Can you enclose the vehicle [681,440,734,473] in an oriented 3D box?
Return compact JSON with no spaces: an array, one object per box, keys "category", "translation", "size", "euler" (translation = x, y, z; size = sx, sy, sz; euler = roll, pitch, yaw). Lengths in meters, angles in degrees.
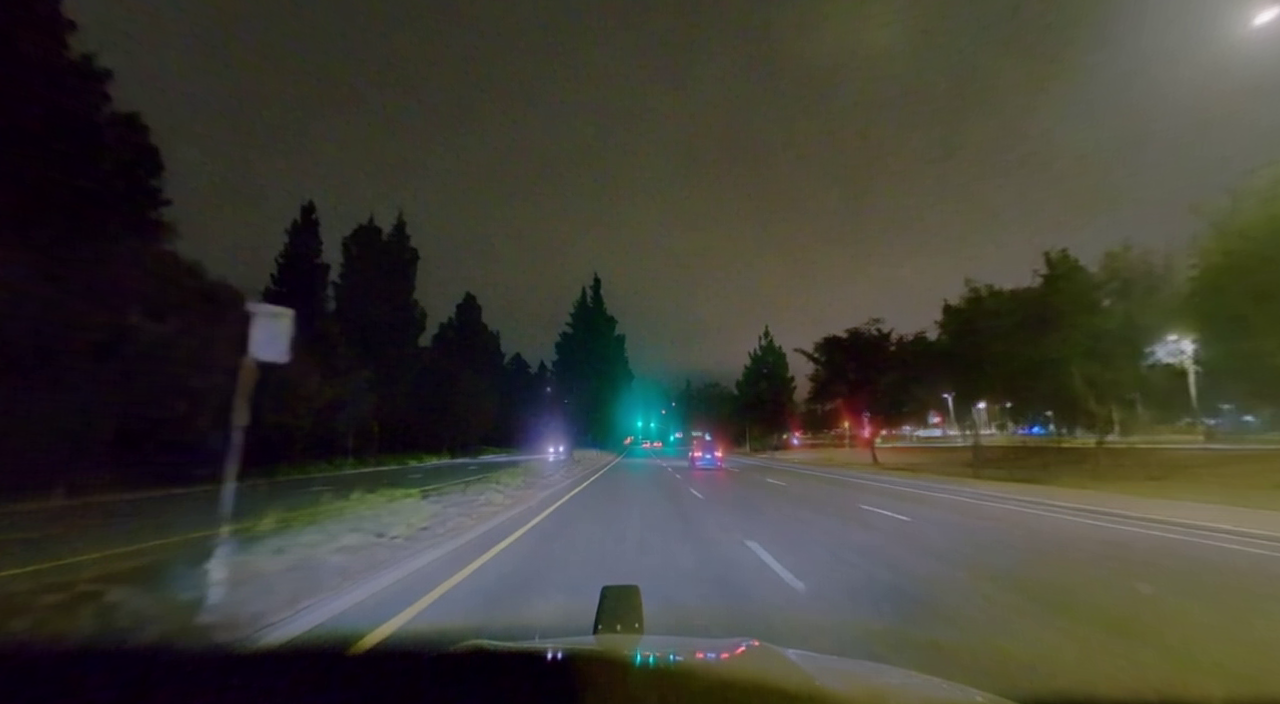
[{"category":"vehicle","translation":[3.249,5.092,31.059],"size":[2.056,1.483,4.091],"euler":[0,-8,-1]}]
